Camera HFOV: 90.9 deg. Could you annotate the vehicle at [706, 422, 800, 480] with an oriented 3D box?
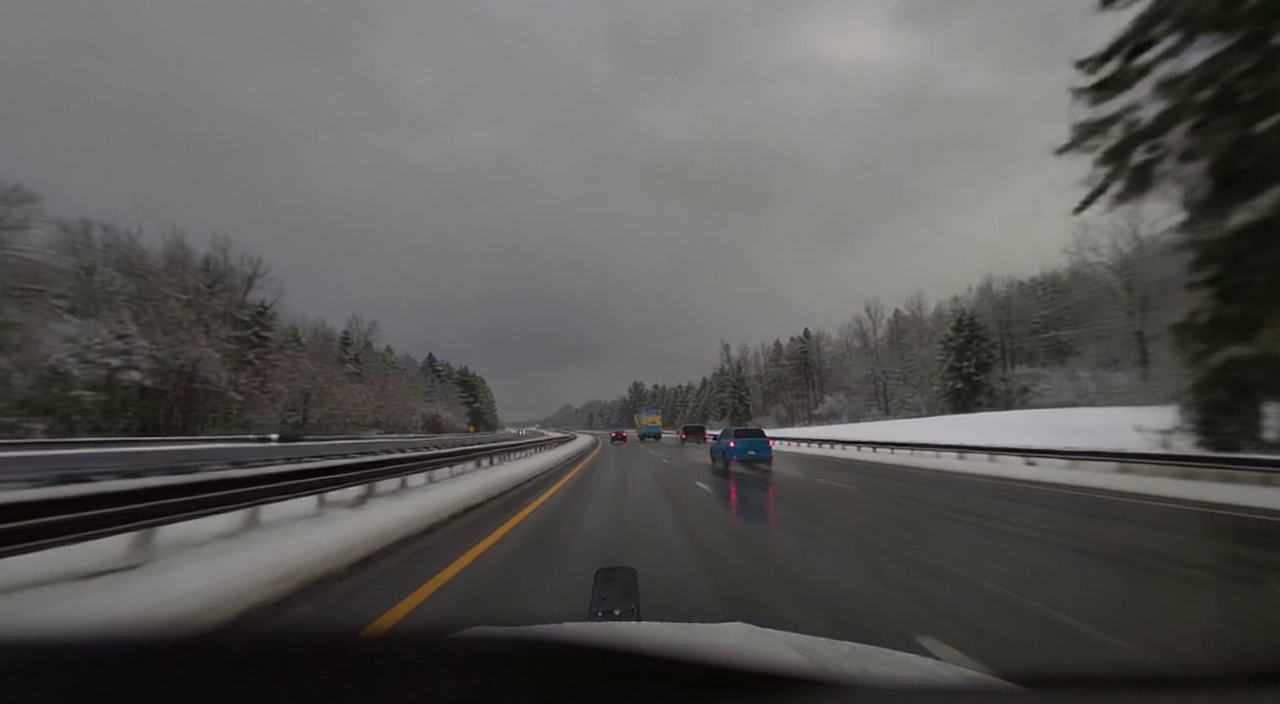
[{"bbox_3d":[3.309,2.994,19.315,2.002,1.569,3.845,0,-8,-3],"label":"vehicle"}]
